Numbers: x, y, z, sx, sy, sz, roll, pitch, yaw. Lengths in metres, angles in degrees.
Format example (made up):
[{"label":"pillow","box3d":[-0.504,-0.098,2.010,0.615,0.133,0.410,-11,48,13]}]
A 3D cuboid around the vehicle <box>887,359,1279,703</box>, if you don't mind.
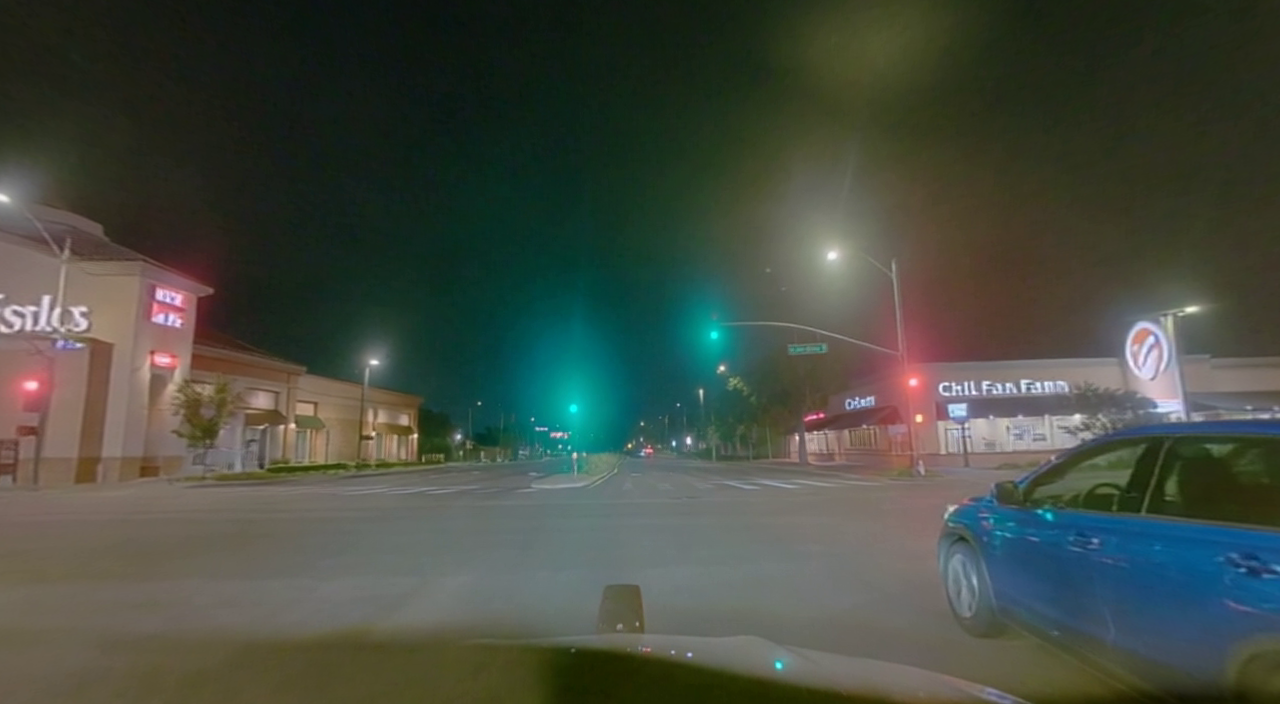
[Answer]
[{"label":"vehicle","box3d":[3.110,0.956,2.780,2.015,1.641,4.995,0,-9,0]}]
